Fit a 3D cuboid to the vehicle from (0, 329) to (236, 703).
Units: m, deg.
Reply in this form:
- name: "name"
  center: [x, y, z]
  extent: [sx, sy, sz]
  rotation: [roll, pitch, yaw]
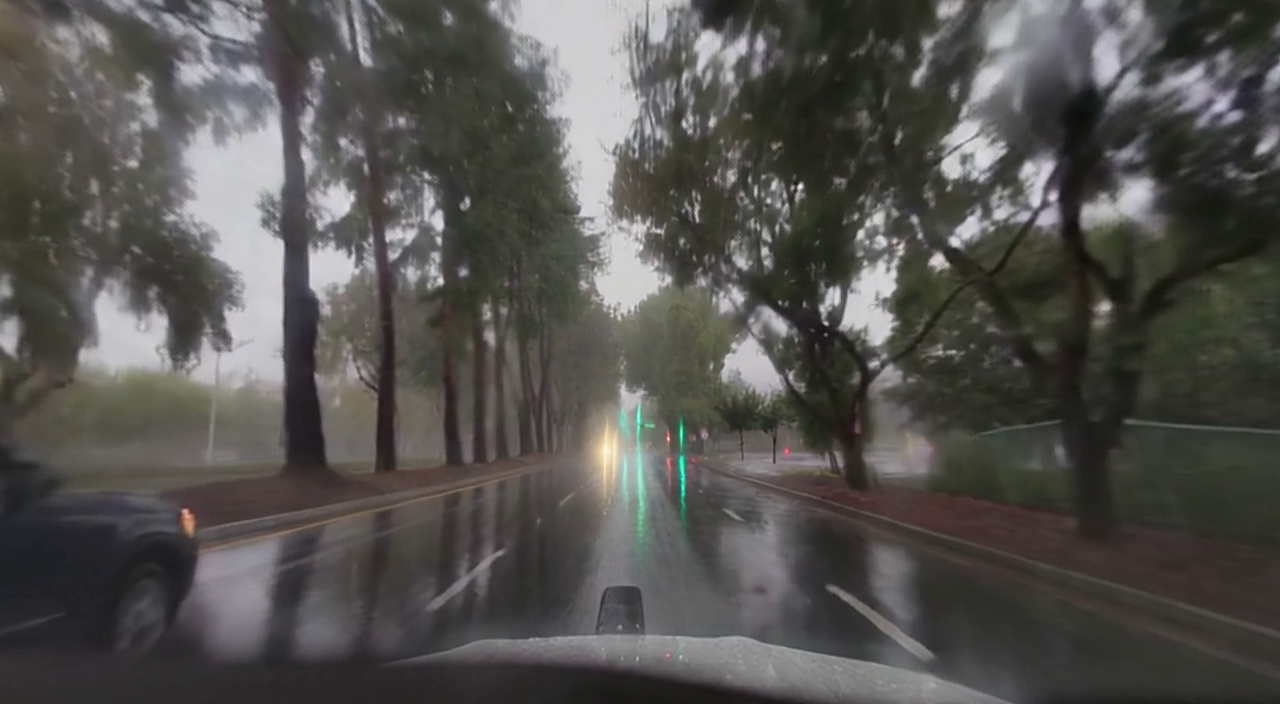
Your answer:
- name: "vehicle"
  center: [-3.611, 0.721, 2.035]
  extent: [2.018, 1.769, 3.897]
  rotation: [0, -8, -1]
